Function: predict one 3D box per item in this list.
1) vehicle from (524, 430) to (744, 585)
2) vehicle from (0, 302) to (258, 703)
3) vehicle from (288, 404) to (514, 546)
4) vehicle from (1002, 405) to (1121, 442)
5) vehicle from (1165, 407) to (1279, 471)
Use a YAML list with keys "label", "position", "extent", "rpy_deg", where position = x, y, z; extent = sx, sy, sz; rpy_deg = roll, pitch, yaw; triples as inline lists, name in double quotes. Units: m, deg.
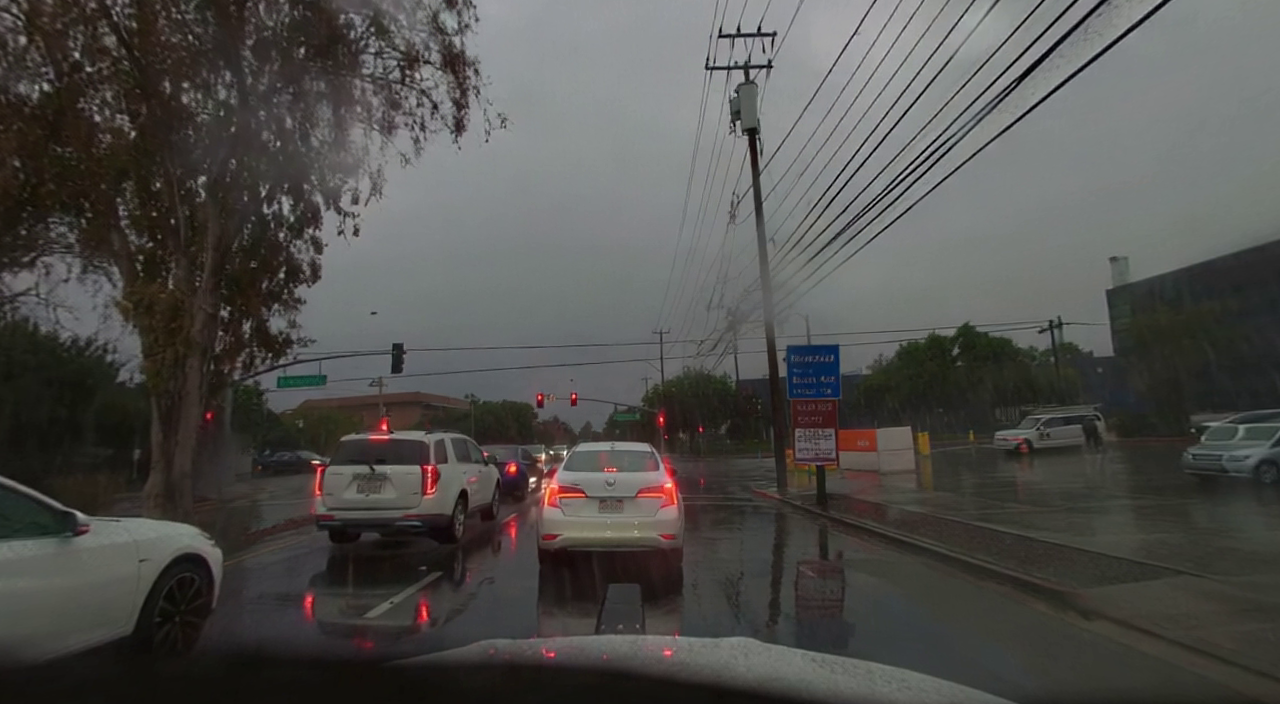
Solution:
- label: "vehicle"
  position: [-0.105, 1.800, 8.145]
  extent: [2.121, 1.474, 3.968]
  rpy_deg: [0, -8, -2]
- label: "vehicle"
  position: [-3.600, 0.638, 1.530]
  extent: [2.085, 1.943, 5.053]
  rpy_deg: [0, -8, 1]
- label: "vehicle"
  position: [-3.845, 2.083, 11.372]
  extent: [2.147, 1.963, 4.927]
  rpy_deg: [0, -8, 0]
- label: "vehicle"
  position: [26.888, 4.633, 40.488]
  extent: [5.782, 2.286, 2.223]
  rpy_deg: [-1, -9, 4]
- label: "vehicle"
  position: [17.020, 2.535, 18.250]
  extent: [1.858, 1.622, 4.491]
  rpy_deg: [-5, -10, 28]
